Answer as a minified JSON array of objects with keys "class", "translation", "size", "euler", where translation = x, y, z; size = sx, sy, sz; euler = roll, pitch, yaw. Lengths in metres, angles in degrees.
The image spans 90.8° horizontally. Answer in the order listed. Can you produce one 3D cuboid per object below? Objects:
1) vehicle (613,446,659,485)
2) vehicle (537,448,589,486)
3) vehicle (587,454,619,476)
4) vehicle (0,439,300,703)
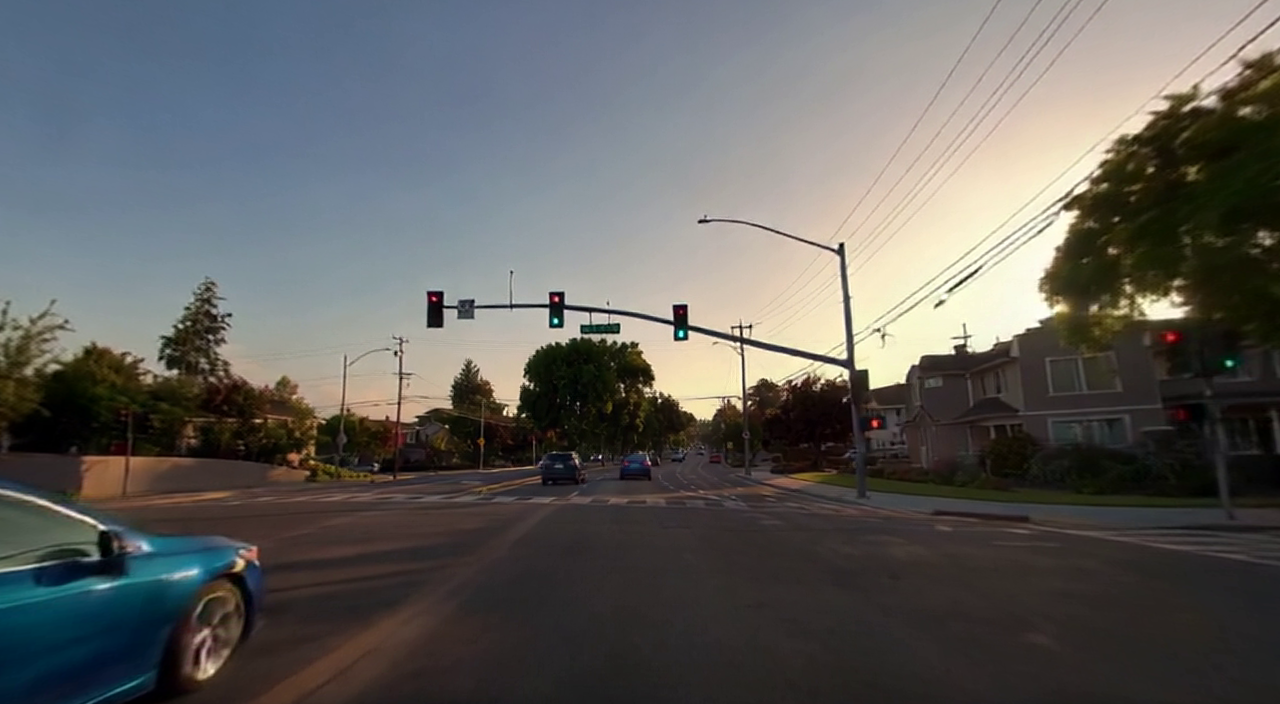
[{"class":"vehicle","translation":[-0.153,5.728,32.158],"size":[2.155,1.836,4.250],"euler":[0,-9,1]},{"class":"vehicle","translation":[-3.641,5.508,30.597],"size":[1.899,1.685,4.121],"euler":[0,-9,2]},{"class":"vehicle","translation":[-2.720,8.453,47.449],"size":[1.863,1.449,4.153],"euler":[0,-9,3]},{"class":"vehicle","translation":[-3.490,1.040,2.418],"size":[1.901,1.409,4.442],"euler":[0,-9,0]}]
